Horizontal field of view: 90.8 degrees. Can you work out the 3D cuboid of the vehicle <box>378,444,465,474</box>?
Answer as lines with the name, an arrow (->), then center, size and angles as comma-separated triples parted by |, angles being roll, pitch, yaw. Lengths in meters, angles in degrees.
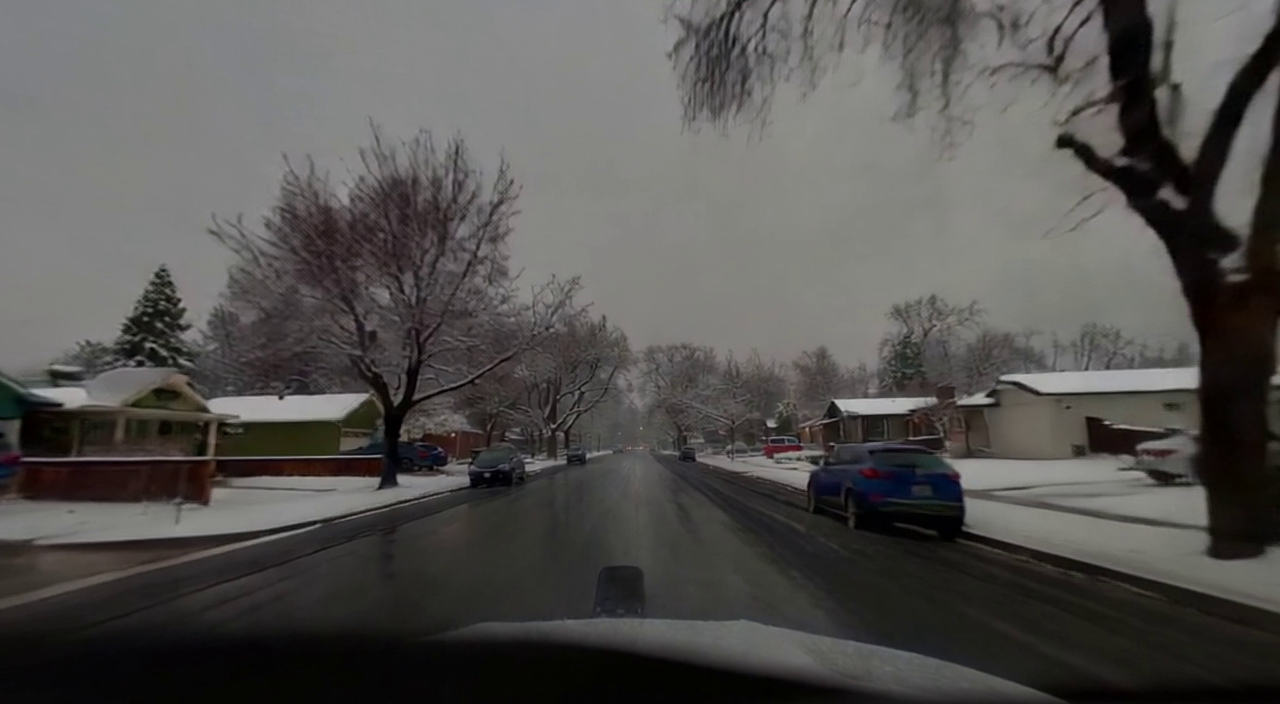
vehicle -> -12.215, 5.981, 35.444 | 4.135, 1.567, 1.944 | 0, -9, 2

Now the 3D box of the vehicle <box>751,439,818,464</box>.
vehicle -> 11.269, 7.772, 49.428 | 4.626, 1.880, 1.980 | 1, -9, -9

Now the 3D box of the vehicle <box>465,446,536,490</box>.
vehicle -> -5.713, 4.786, 26.428 | 1.944, 1.621, 4.187 | -1, -9, 1

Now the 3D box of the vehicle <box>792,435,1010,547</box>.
vehicle -> 4.258, 2.316, 11.263 | 1.996, 1.585, 4.371 | 0, -9, 0

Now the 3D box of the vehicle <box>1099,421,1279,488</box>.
vehicle -> 14.574, 2.564, 15.857 | 4.584, 1.525, 2.018 | -5, -10, 28
